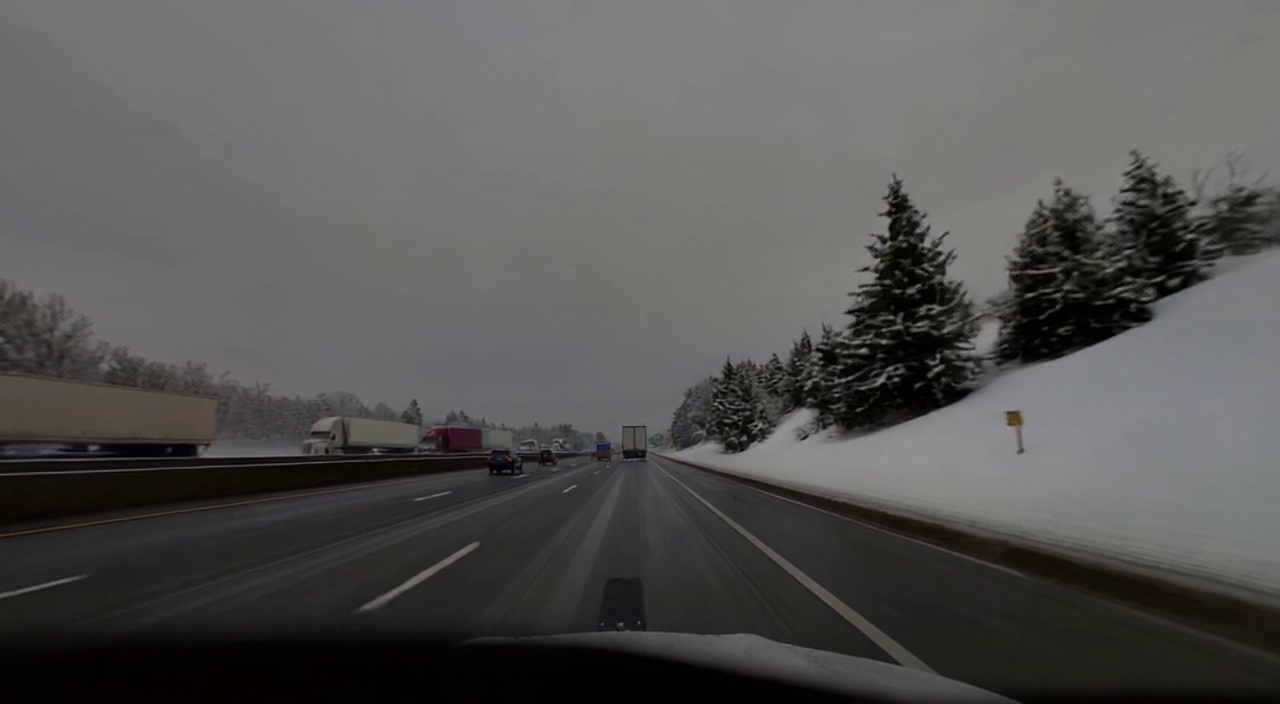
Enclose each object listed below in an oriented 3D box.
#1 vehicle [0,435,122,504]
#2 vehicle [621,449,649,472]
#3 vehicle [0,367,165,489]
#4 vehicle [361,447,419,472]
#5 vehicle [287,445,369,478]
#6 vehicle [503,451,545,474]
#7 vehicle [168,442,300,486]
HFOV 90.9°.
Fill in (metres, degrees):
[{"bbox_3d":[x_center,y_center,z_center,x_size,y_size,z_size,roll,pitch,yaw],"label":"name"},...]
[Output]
[{"bbox_3d":[-14.760,2.660,14.411,2.121,1.452,4.356,0,-9,0],"label":"vehicle"},{"bbox_3d":[-0.400,8.222,48.072,2.009,1.657,3.962,0,-9,-1],"label":"vehicle"},{"bbox_3d":[-19.480,2.447,19.708,2.935,3.383,7.992,0,-9,0],"label":"vehicle"},{"bbox_3d":[-15.027,6.473,38.053,1.837,1.427,4.020,0,-9,0],"label":"vehicle"},{"bbox_3d":[-14.856,5.230,30.264,1.851,1.438,4.071,0,-9,-1],"label":"vehicle"},{"bbox_3d":[-7.594,7.257,41.606,1.895,1.446,4.456,0,-9,0],"label":"vehicle"},{"bbox_3d":[-15.012,4.160,23.673,1.918,1.466,4.632,0,-9,-1],"label":"vehicle"}]
